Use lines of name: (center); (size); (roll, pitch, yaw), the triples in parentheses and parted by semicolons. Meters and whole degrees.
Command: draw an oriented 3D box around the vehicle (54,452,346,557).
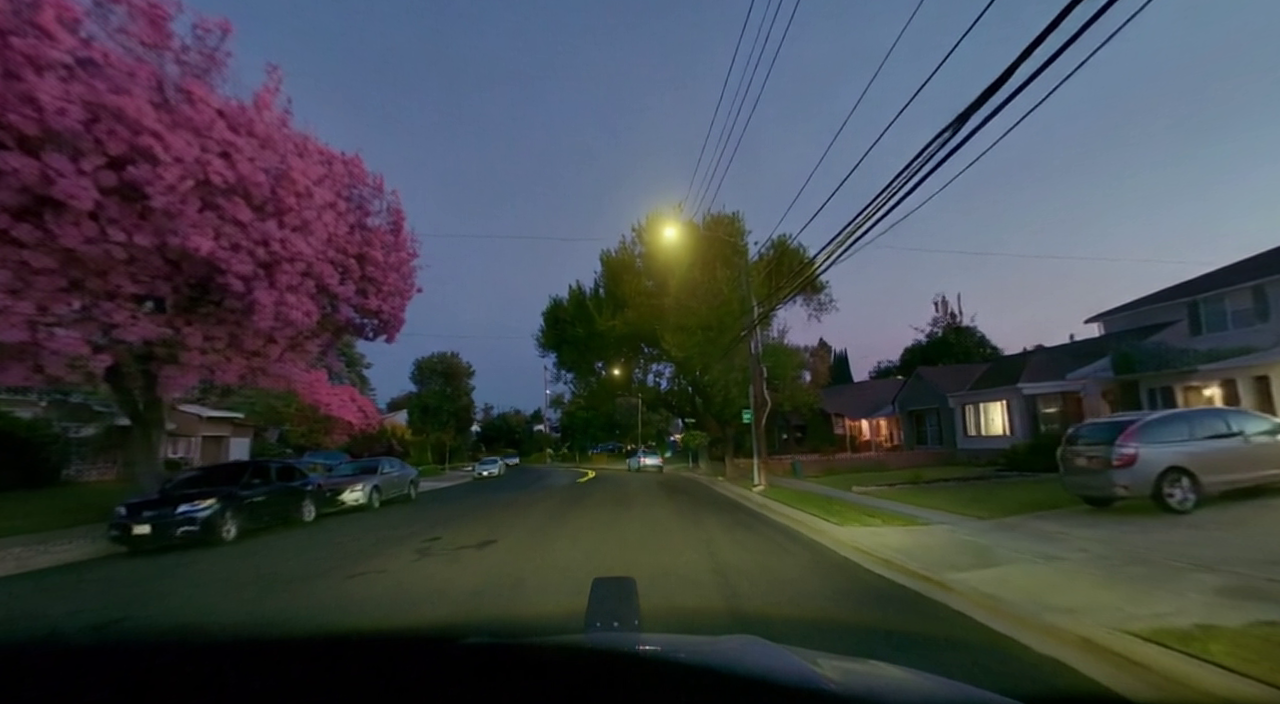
vehicle: (-7.558, 2.604, 11.609); (2.034, 1.493, 4.524); (0, -9, 1)

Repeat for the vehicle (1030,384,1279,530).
vehicle: (8.629, 1.482, 9.540); (4.025, 1.738, 1.920); (-6, -9, -1)

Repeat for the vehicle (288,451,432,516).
vehicle: (-7.312, 3.446, 17.083); (1.896, 1.484, 4.298); (0, -9, 0)
